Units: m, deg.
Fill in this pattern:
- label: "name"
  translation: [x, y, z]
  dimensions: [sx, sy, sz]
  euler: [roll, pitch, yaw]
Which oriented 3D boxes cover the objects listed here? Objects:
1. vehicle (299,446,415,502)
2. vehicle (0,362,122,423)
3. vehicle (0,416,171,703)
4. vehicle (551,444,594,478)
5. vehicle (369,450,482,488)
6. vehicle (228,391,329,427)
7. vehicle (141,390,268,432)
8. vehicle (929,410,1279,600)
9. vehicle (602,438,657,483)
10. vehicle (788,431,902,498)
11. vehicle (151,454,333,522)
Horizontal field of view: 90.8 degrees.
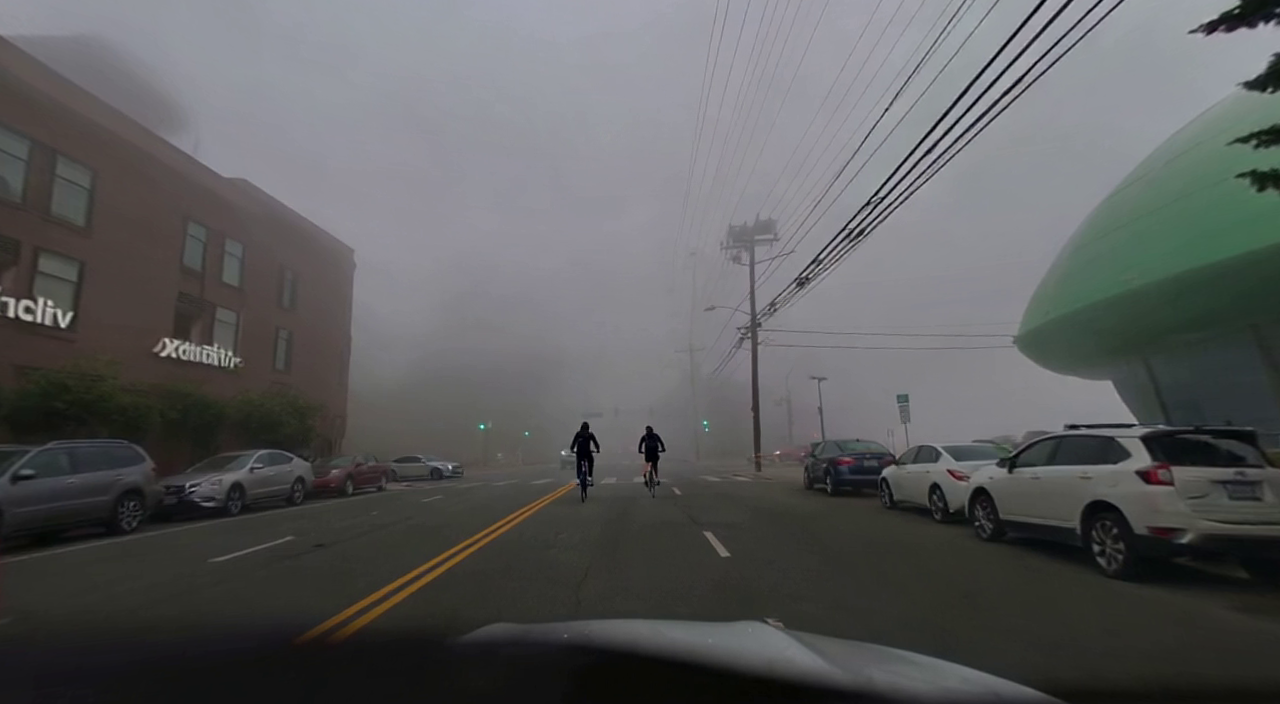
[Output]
- label: "vehicle"
  translation: [-10.301, 4.435, 23.504]
  dimensions: [2.075, 1.816, 4.900]
  euler: [0, -8, -1]
- label: "vehicle"
  translation: [-17.337, 1.194, 18.096]
  dimensions: [3.445, 1.576, 1.787]
  euler: [-1, -7, 2]
- label: "vehicle"
  translation: [-3.988, 0.891, 1.756]
  dimensions: [2.059, 1.519, 4.351]
  euler: [0, -8, -1]
- label: "vehicle"
  translation: [-4.186, 6.838, 39.964]
  dimensions: [2.184, 1.954, 4.898]
  euler: [0, -8, 0]
- label: "vehicle"
  translation: [-10.930, 5.975, 32.490]
  dimensions: [4.961, 1.832, 2.287]
  euler: [0, -9, 1]
- label: "vehicle"
  translation: [-17.195, 2.727, 30.154]
  dimensions: [3.685, 1.584, 1.708]
  euler: [1, -9, -3]
- label: "vehicle"
  translation: [-17.339, 2.385, 25.272]
  dimensions: [3.750, 1.495, 1.727]
  euler: [-1, -8, -2]
- label: "vehicle"
  translation: [5.544, 1.650, 7.735]
  dimensions: [1.972, 1.623, 4.469]
  euler: [0, -8, 1]
- label: "vehicle"
  translation: [-0.422, 4.629, 27.262]
  dimensions: [2.190, 1.783, 4.048]
  euler: [0, -8, 0]
- label: "vehicle"
  translation: [5.761, 3.192, 18.290]
  dimensions: [1.873, 1.714, 3.979]
  euler: [0, -8, -1]
- label: "vehicle"
  translation: [-10.327, 3.524, 16.929]
  dimensions: [1.904, 1.495, 4.585]
  euler: [0, -8, 0]
